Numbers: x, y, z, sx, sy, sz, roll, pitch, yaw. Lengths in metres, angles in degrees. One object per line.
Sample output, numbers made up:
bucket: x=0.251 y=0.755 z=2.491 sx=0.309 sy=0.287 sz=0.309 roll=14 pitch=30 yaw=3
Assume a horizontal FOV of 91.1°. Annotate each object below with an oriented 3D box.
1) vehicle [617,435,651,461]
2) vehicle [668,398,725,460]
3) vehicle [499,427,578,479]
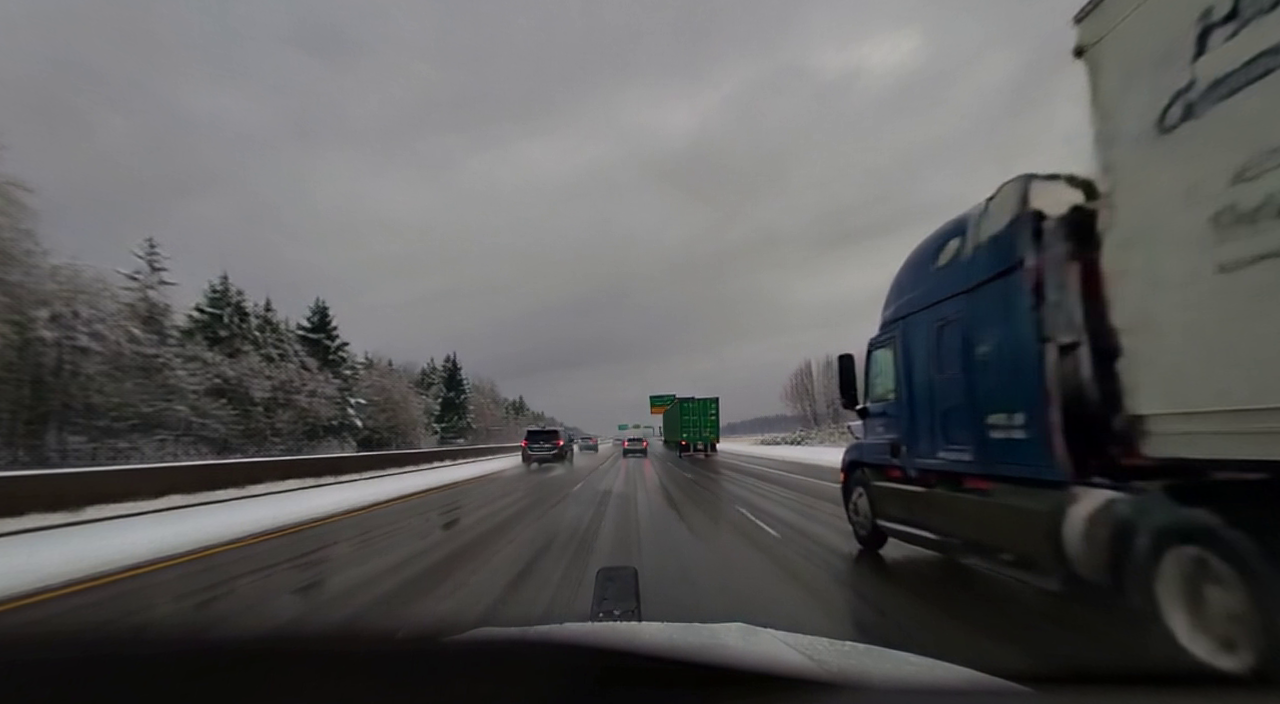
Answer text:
vehicle: x=-0.412 y=6.058 z=39.849 sx=2.088 sy=1.567 sz=4.240 roll=0 pitch=-8 yaw=-1
vehicle: x=3.718 y=5.348 z=43.290 sx=2.883 sy=3.836 sz=7.894 roll=0 pitch=-8 yaw=-2
vehicle: x=-3.490 y=3.560 z=22.488 sx=2.054 sy=1.671 sz=4.445 roll=0 pitch=-8 yaw=0
